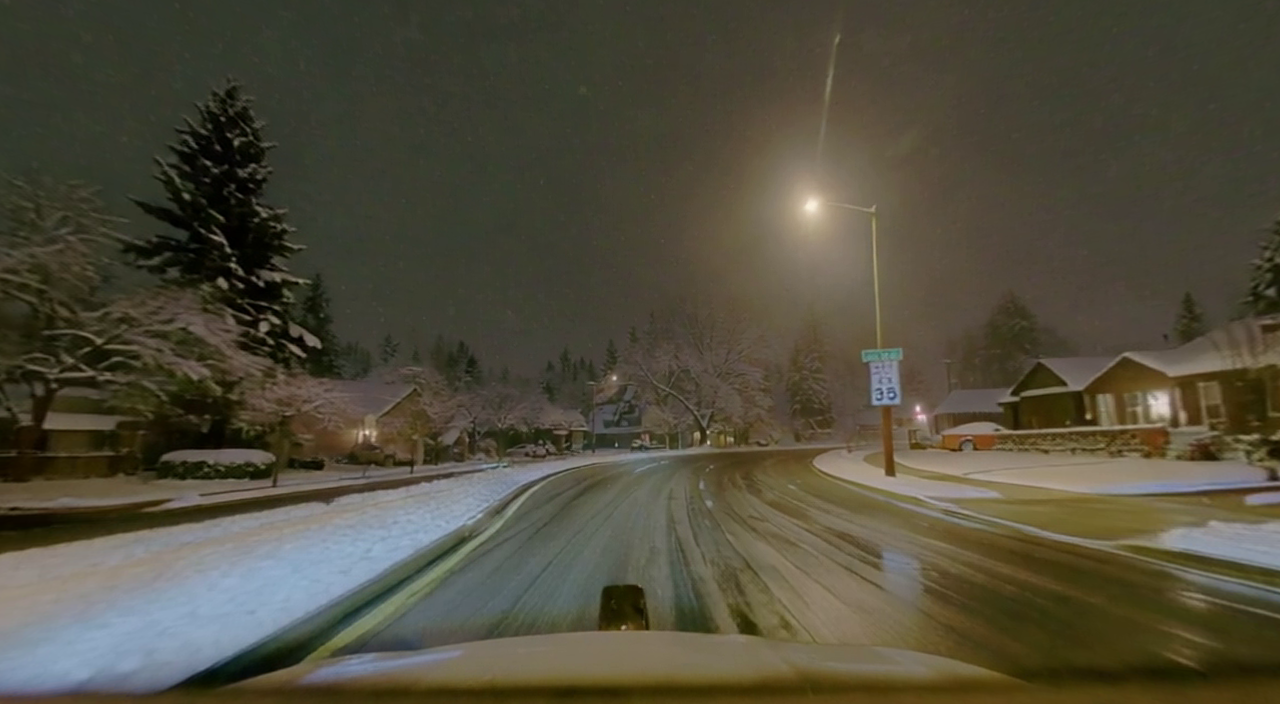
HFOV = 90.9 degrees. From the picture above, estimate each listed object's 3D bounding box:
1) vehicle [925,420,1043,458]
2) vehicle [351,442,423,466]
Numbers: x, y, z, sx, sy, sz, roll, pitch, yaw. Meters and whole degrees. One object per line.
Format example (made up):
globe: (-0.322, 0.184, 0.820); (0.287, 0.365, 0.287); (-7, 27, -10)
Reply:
vehicle: (16.992, 4.359, 31.401); (4.766, 1.789, 1.939); (-3, -9, 17)
vehicle: (-17.267, 6.939, 43.031); (4.110, 1.605, 1.968); (-2, -9, 15)
